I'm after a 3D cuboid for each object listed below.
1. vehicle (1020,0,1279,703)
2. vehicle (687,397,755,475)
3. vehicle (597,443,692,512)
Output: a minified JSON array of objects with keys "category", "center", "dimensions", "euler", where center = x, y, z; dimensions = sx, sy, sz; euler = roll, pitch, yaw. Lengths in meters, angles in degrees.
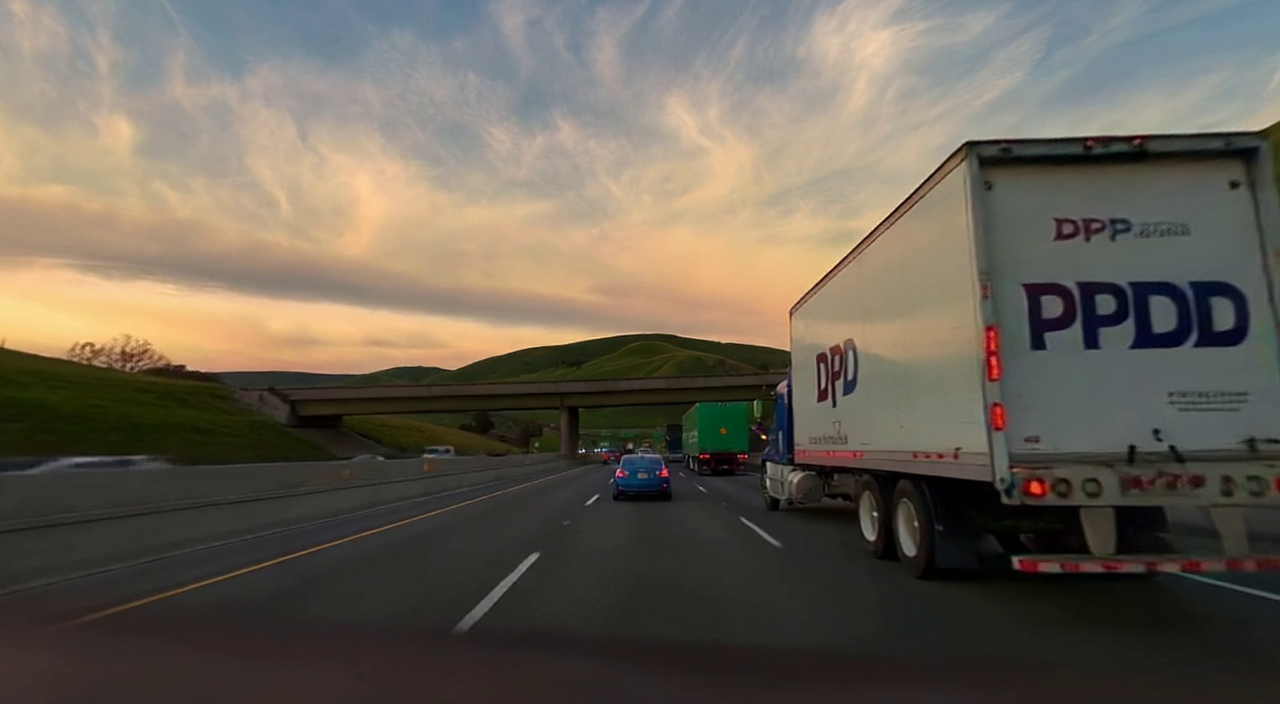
[{"category":"vehicle","center":[4.120,-0.509,0.140],"dimensions":[2.802,3.956,8.291],"euler":[0,-9,0]},{"category":"vehicle","center":[4.522,5.068,37.305],"dimensions":[2.801,4.039,8.684],"euler":[0,-9,0]},{"category":"vehicle","center":[0.101,2.980,15.396],"dimensions":[2.029,1.437,3.794],"euler":[0,-9,0]}]
